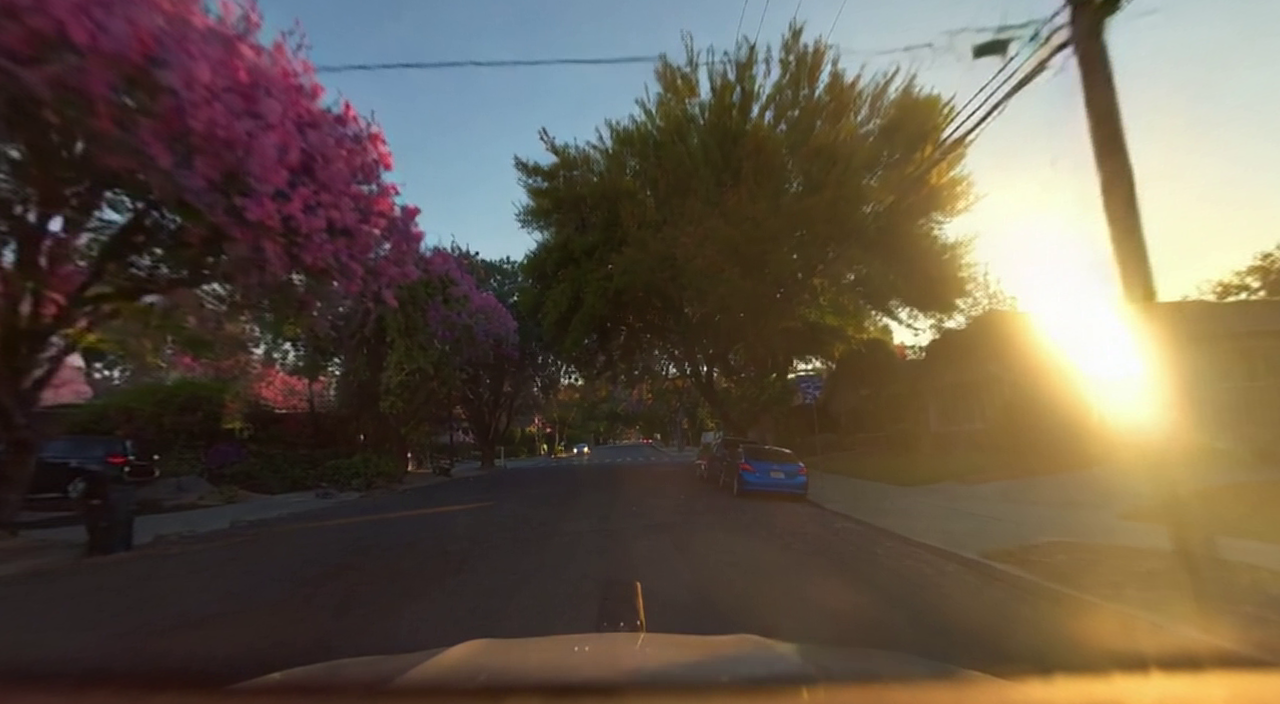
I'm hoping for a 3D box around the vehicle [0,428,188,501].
[{"bbox_3d":[-16.451,3.125,17.653,5.902,1.796,2.183,-1,-7,-2],"label":"vehicle"}]

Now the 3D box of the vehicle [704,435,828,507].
[{"bbox_3d":[2.817,2.760,15.261,2.022,1.455,4.406,0,-8,-1],"label":"vehicle"}]
